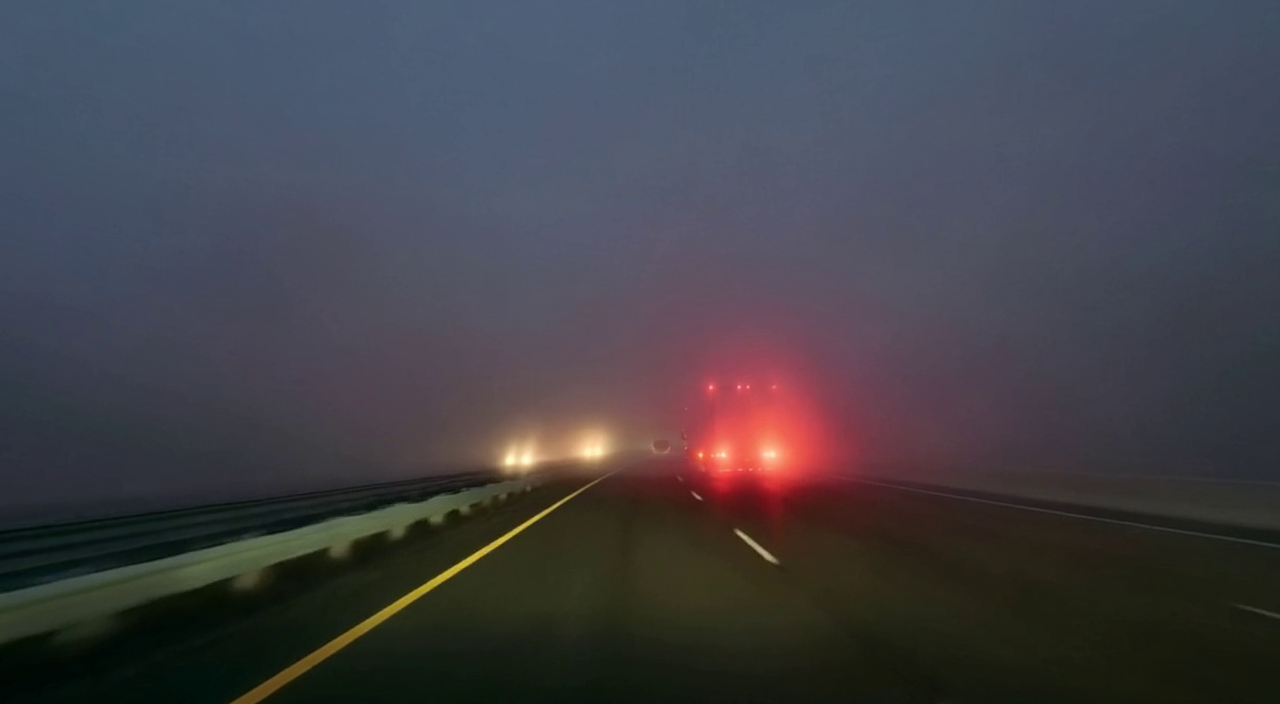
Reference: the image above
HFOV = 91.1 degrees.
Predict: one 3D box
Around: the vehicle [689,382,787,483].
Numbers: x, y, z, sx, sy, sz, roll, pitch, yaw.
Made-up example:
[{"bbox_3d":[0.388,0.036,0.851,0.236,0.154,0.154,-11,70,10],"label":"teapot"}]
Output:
[{"bbox_3d":[4.366,4.162,31.402,2.965,4.028,12.529,0,-9,0],"label":"vehicle"}]
